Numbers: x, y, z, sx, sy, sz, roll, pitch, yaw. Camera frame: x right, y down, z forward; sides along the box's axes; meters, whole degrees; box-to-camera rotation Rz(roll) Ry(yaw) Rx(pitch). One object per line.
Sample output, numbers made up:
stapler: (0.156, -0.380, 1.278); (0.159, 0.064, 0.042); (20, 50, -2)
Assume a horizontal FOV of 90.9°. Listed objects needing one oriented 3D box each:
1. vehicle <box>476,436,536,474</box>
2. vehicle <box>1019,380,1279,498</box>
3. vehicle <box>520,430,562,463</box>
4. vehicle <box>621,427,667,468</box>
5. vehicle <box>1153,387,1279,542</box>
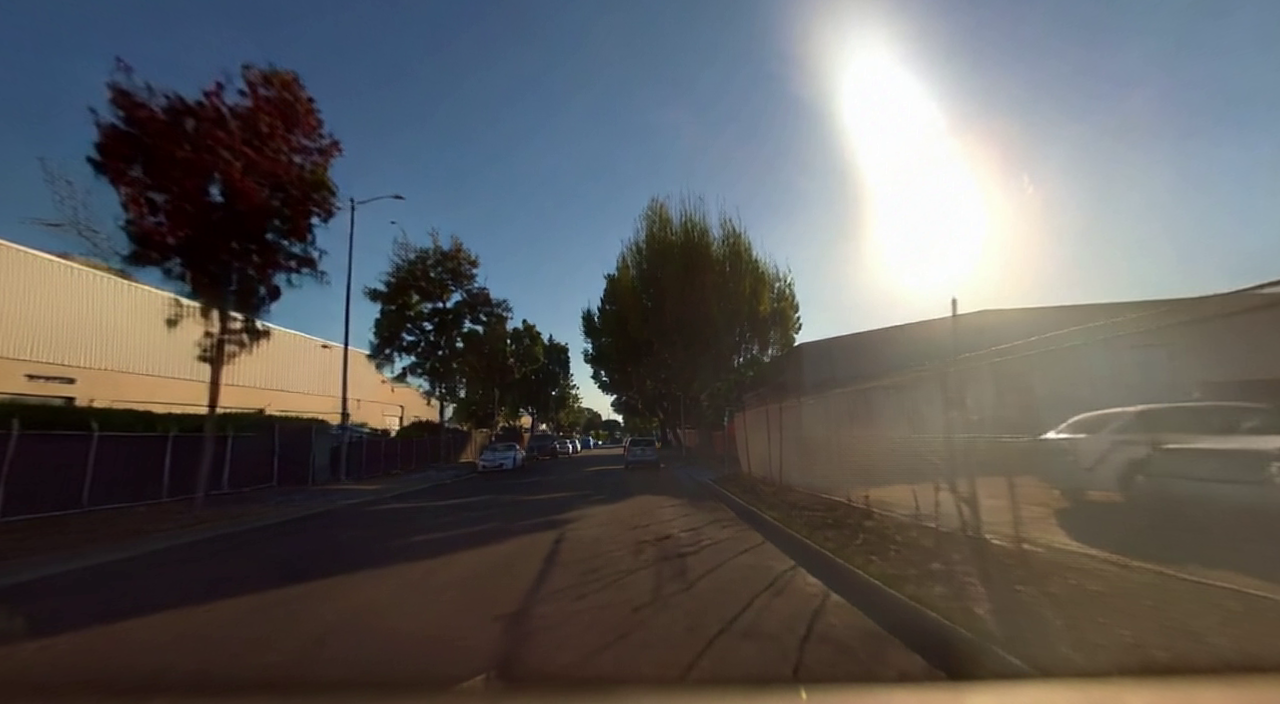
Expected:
vehicle: (-6.119, 4.753, 29.144); (1.938, 1.500, 4.130); (-3, -10, -2)
vehicle: (9.586, 1.469, 10.713); (4.910, 1.786, 2.124); (0, -8, -2)
vehicle: (-6.668, 6.471, 43.097); (2.005, 1.989, 4.929); (-3, -9, 0)
vehicle: (0.173, 4.737, 31.558); (2.152, 1.874, 4.042); (0, -8, 0)
vehicle: (8.629, 1.047, 6.629); (4.616, 1.500, 1.963); (-4, -11, -1)
